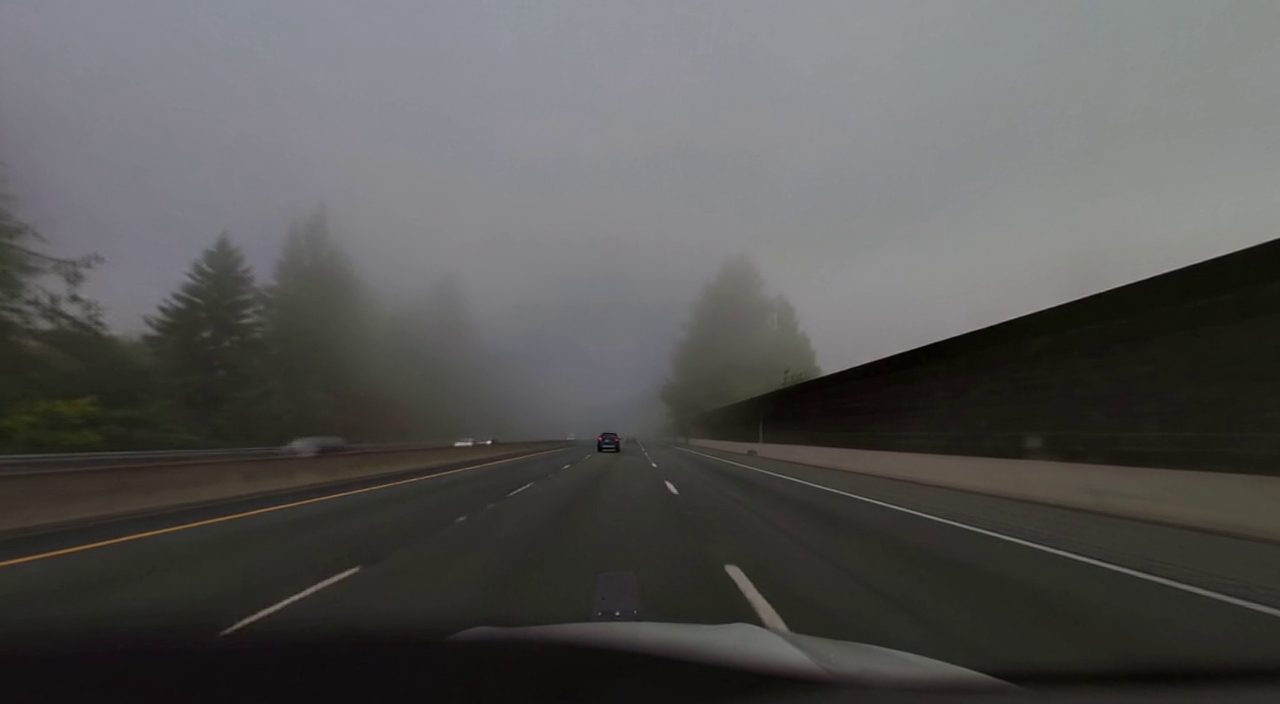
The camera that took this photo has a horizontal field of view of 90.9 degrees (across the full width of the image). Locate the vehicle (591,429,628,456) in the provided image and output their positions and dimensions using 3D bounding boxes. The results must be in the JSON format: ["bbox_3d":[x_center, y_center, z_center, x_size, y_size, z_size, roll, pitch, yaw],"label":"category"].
[{"bbox_3d":[-2.039,6.206,43.269,2.306,1.730,4.606,0,-8,1],"label":"vehicle"}]

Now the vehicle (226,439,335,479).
[{"bbox_3d":[-14.455,4.284,25.689,1.863,1.439,4.401,0,-8,0],"label":"vehicle"}]
